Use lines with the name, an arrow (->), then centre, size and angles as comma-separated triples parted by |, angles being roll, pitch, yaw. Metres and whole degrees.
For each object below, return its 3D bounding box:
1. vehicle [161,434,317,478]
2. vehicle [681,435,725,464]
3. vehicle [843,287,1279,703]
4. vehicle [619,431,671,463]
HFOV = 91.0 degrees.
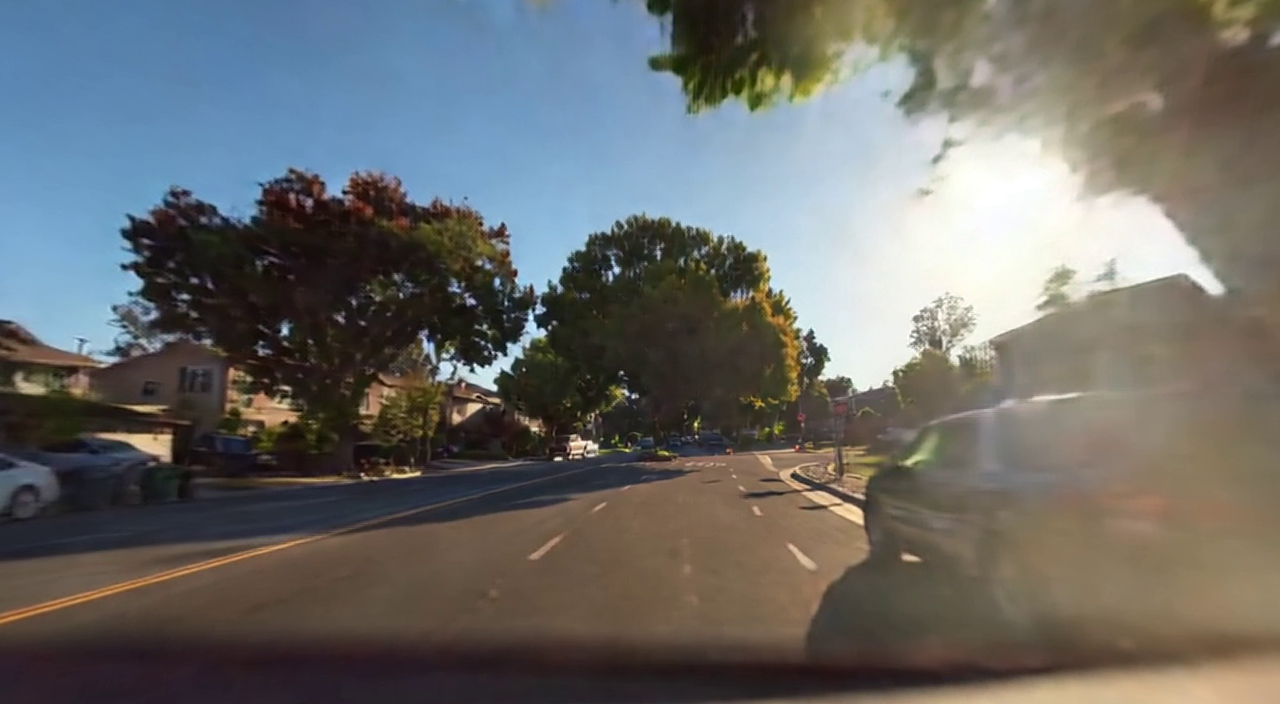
vehicle -> -17.069, 4.453, 26.999 | 5.177, 1.779, 2.199 | 0, -8, 1
vehicle -> 3.463, 5.206, 33.816 | 1.955, 1.459, 4.383 | -1, -8, 11
vehicle -> 3.695, 1.144, 5.153 | 2.516, 2.019, 5.790 | 0, -8, 4
vehicle -> 0.368, 5.409, 36.088 | 2.178, 1.695, 4.339 | -2, -8, 11
